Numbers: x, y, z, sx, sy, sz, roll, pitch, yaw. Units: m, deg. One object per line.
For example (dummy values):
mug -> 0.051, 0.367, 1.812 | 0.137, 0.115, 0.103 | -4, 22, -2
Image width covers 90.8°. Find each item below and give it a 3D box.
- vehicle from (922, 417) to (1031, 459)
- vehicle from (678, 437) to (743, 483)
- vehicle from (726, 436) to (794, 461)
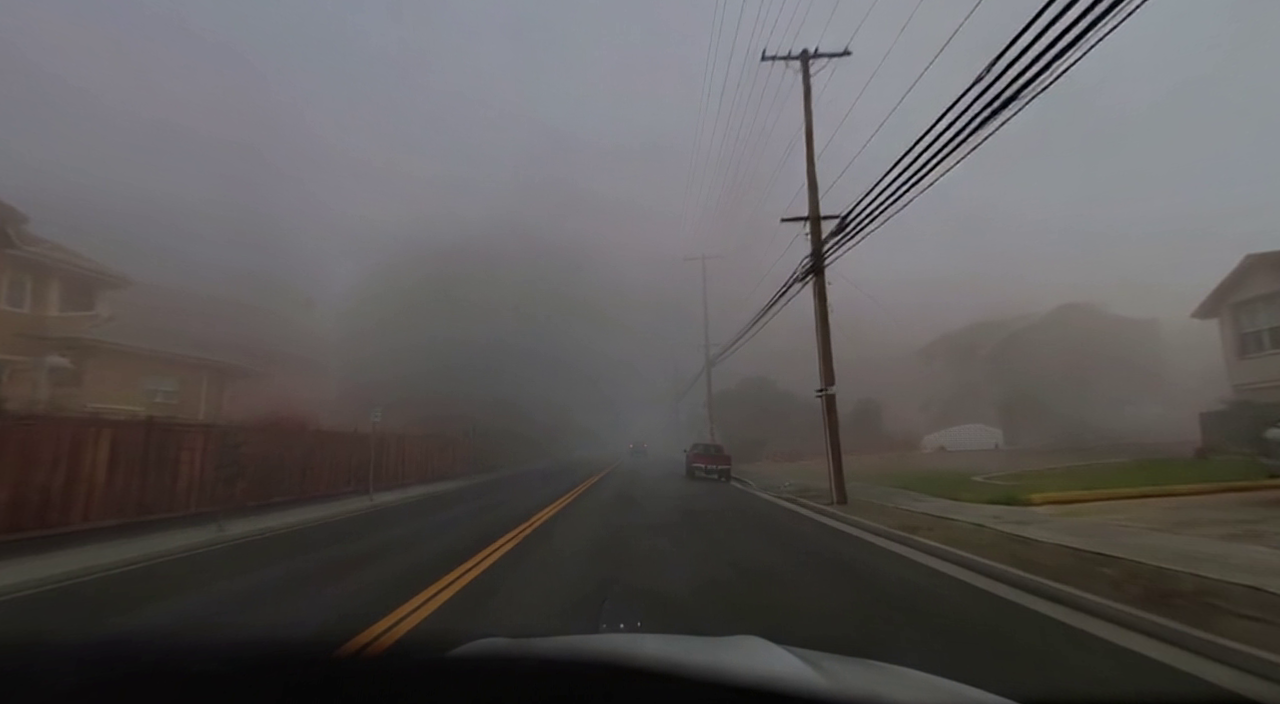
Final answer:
vehicle -> 18.007, 4.635, 33.951 | 4.457, 1.780, 2.170 | -5, -8, 0
vehicle -> 2.817, 4.449, 26.283 | 2.108, 1.710, 4.499 | 0, -9, -1
vehicle -> 8.793, 7.087, 46.451 | 4.585, 1.823, 1.991 | 0, -9, 1
